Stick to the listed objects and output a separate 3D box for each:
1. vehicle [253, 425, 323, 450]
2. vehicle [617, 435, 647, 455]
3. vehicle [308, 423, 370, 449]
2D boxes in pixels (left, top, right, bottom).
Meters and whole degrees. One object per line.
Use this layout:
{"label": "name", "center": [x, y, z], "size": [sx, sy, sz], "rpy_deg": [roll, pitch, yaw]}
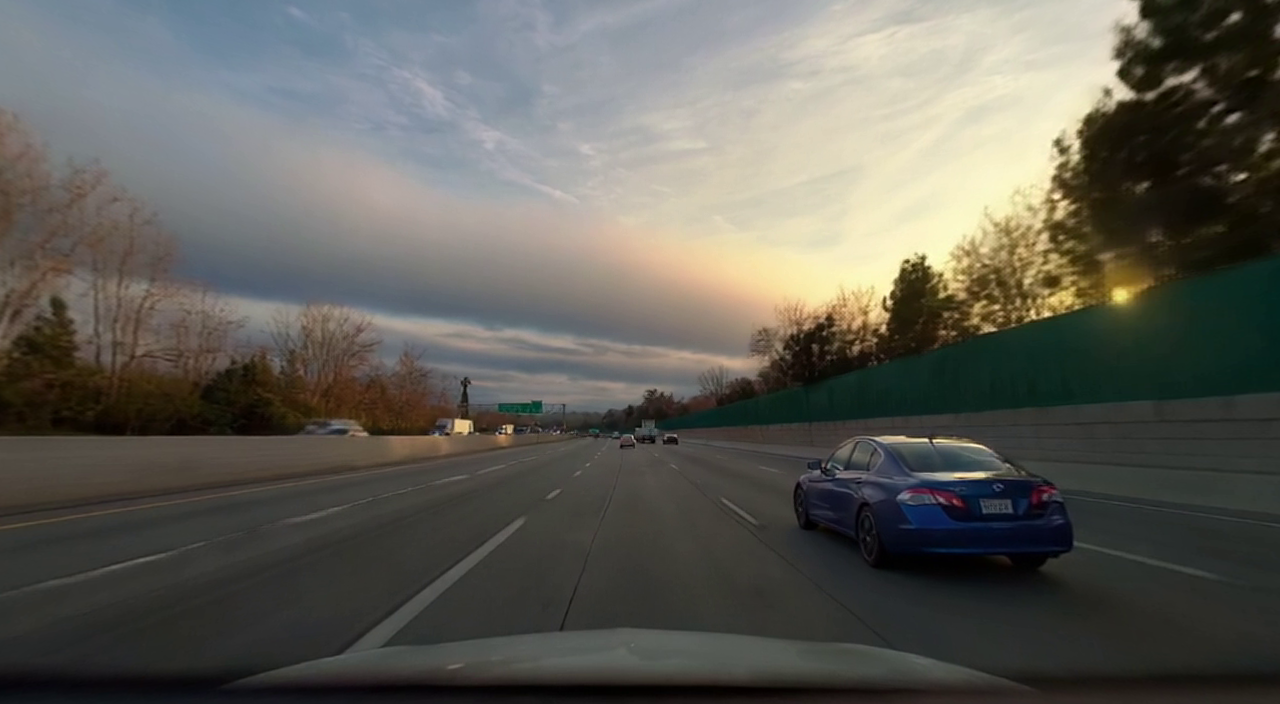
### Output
{"label": "vehicle", "center": [-22.555, 5.501, 40.513], "size": [2.016, 1.544, 4.478], "rpy_deg": [0, -8, -1]}
{"label": "vehicle", "center": [-0.654, 7.034, 47.905], "size": [2.121, 1.445, 4.187], "rpy_deg": [0, -8, -2]}
{"label": "vehicle", "center": [-18.916, 5.337, 39.718], "size": [1.881, 1.526, 4.317], "rpy_deg": [0, -8, -1]}
